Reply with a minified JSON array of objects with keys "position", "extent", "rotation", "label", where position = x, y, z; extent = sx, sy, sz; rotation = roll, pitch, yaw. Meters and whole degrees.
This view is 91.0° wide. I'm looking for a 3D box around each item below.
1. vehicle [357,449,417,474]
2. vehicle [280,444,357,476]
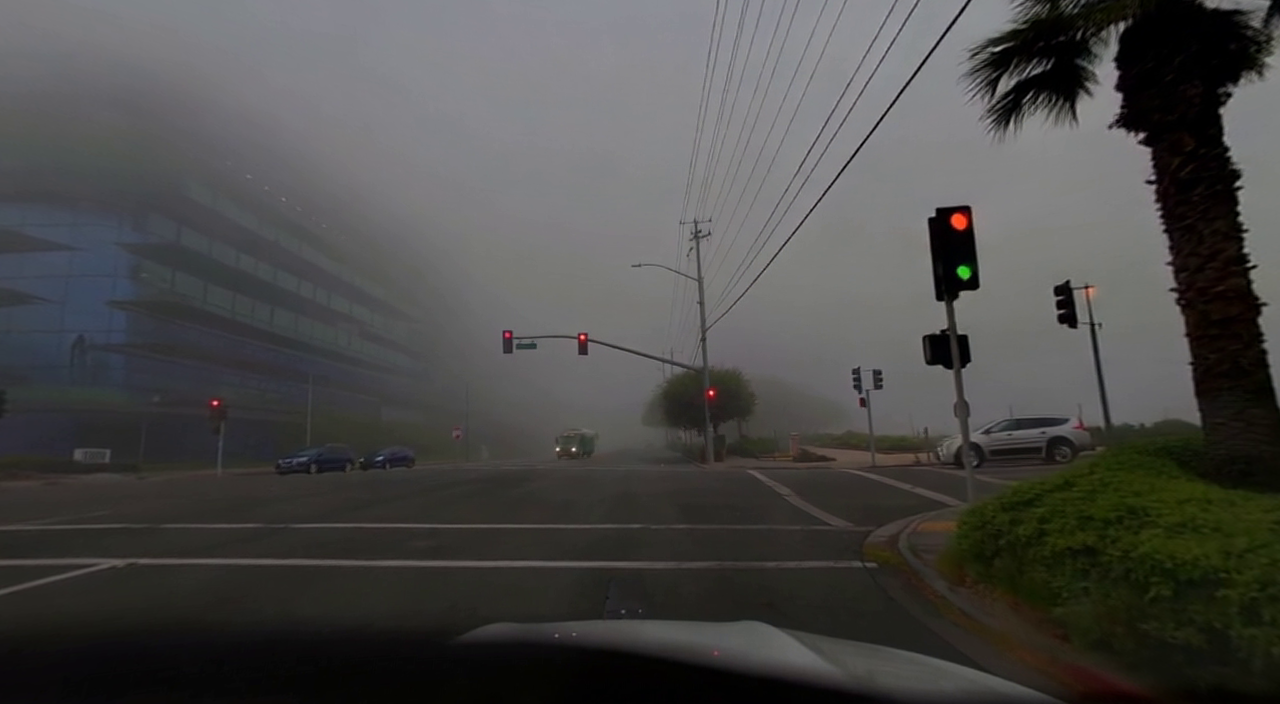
[{"position":[-15.252,6.583,38.151],"extent":[1.875,1.389,3.784],"rotation":[0,-9,3],"label":"vehicle"},{"position":[-19.042,6.415,37.567],"extent":[2.017,1.739,4.569],"rotation":[0,-9,2],"label":"vehicle"}]
